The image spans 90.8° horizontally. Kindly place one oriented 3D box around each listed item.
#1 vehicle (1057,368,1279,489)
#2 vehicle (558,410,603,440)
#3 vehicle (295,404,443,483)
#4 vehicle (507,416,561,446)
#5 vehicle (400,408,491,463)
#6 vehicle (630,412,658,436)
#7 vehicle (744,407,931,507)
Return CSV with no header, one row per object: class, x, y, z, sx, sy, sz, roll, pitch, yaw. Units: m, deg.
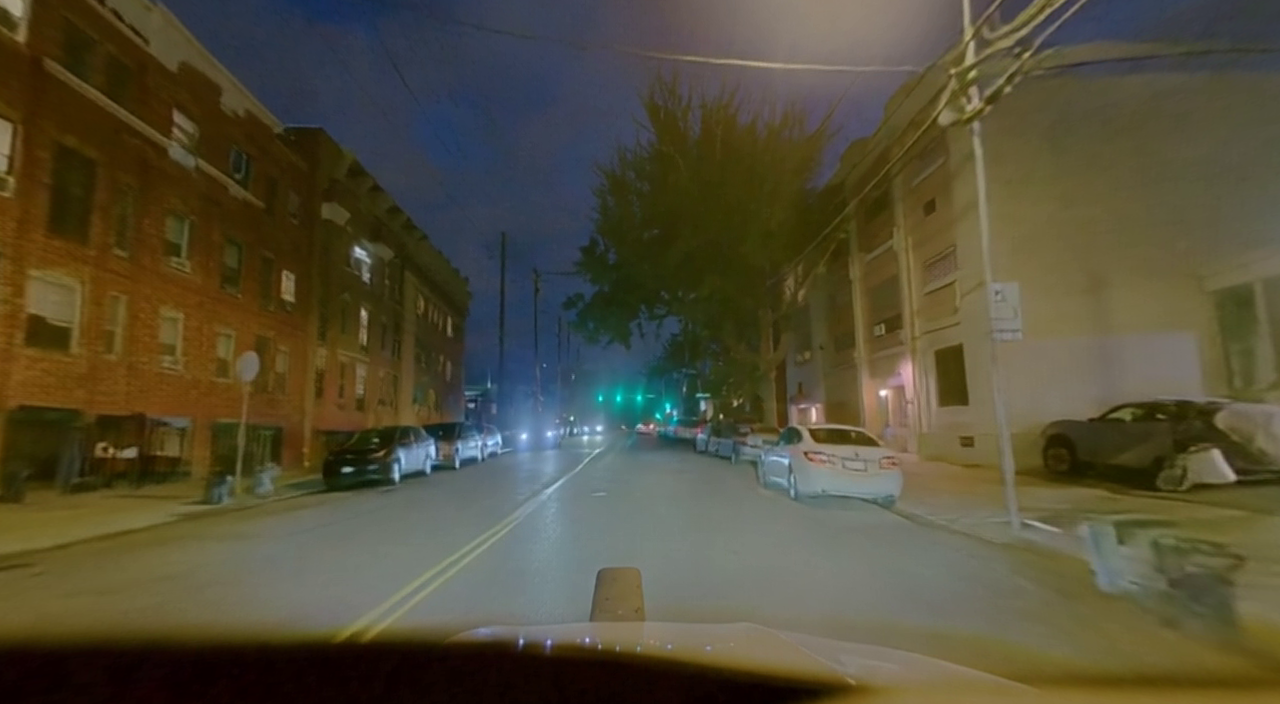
vehicle,9.803,1.419,11.276,1.968,1.713,4.379,-3,-9,6
vehicle,-3.817,4.825,41.463,2.236,1.834,4.743,-1,-7,3
vehicle,-6.845,2.363,16.660,1.930,1.756,4.955,0,-7,-3
vehicle,-5.917,4.359,34.734,1.994,1.510,4.802,3,-8,-21
vehicle,-6.736,2.962,22.451,1.925,1.759,4.396,0,-7,-1
vehicle,0.288,5.566,48.674,2.059,1.736,3.994,0,-7,-1
vehicle,3.268,1.827,11.546,1.885,1.464,4.466,0,-7,-1
